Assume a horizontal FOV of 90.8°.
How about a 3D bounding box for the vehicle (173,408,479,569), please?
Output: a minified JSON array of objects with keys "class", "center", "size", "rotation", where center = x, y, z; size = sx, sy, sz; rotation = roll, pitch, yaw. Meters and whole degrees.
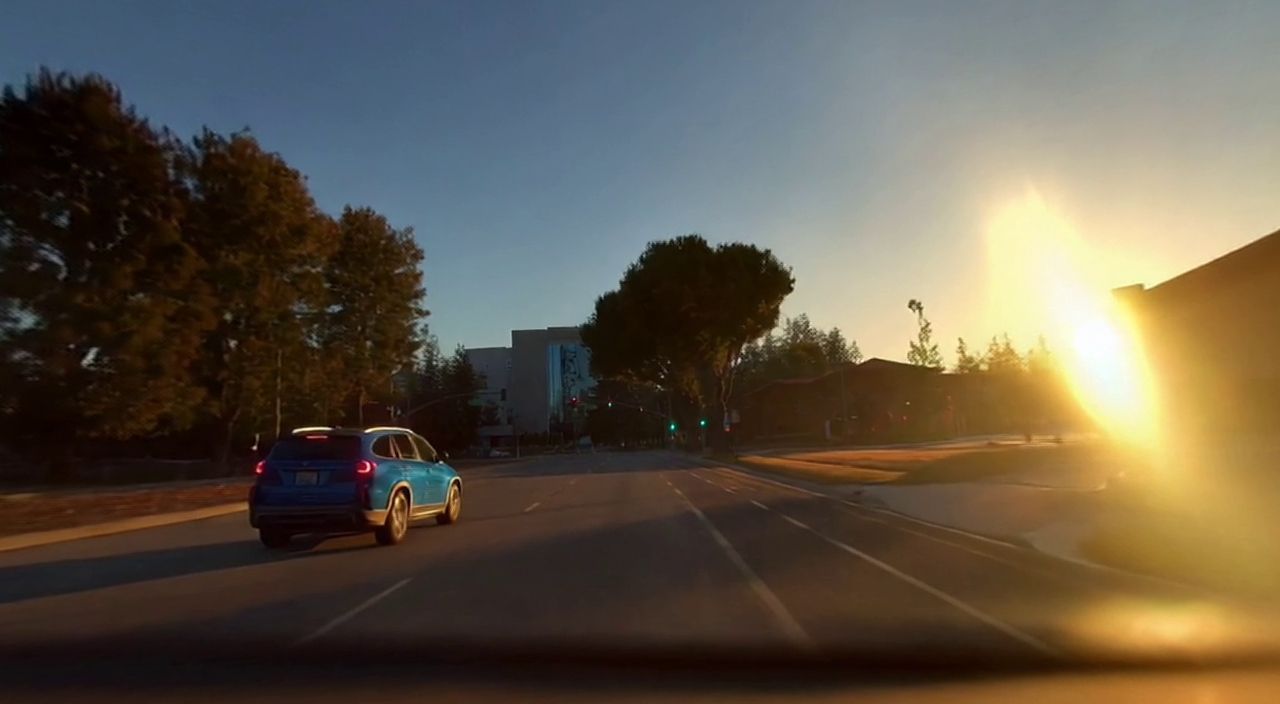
[{"class":"vehicle","center":[-3.979,1.818,9.123],"size":[2.121,1.724,4.392],"rotation":[0,-9,0]}]
